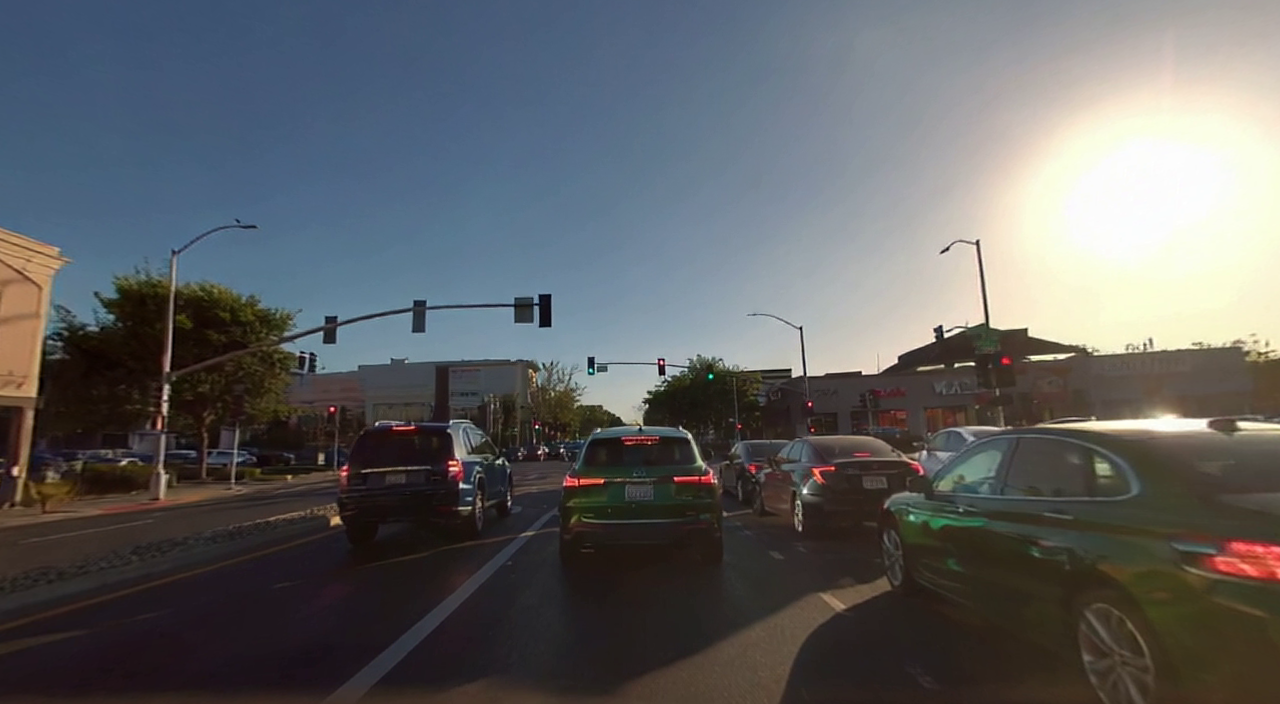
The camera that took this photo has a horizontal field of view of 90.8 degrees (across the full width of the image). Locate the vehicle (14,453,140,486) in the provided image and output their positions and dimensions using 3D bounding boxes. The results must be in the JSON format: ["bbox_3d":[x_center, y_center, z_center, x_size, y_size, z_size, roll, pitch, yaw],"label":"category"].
[{"bbox_3d":[-27.249,5.678,30.769,4.107,1.427,1.883,3,-9,-23],"label":"vehicle"}]

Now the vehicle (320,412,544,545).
[{"bbox_3d":[-3.043,1.972,10.479,2.180,1.708,4.397,0,-8,0],"label":"vehicle"}]

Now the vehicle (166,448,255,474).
[{"bbox_3d":[-27.241,6.889,40.262,4.362,1.518,1.894,4,-9,-26],"label":"vehicle"}]

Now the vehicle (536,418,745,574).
[{"bbox_3d":[-0.009,1.710,8.202,2.071,1.525,3.723,0,-8,0],"label":"vehicle"}]

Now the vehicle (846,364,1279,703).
[{"bbox_3d":[2.959,1.079,3.879,1.922,1.508,4.330,0,-8,0],"label":"vehicle"}]
